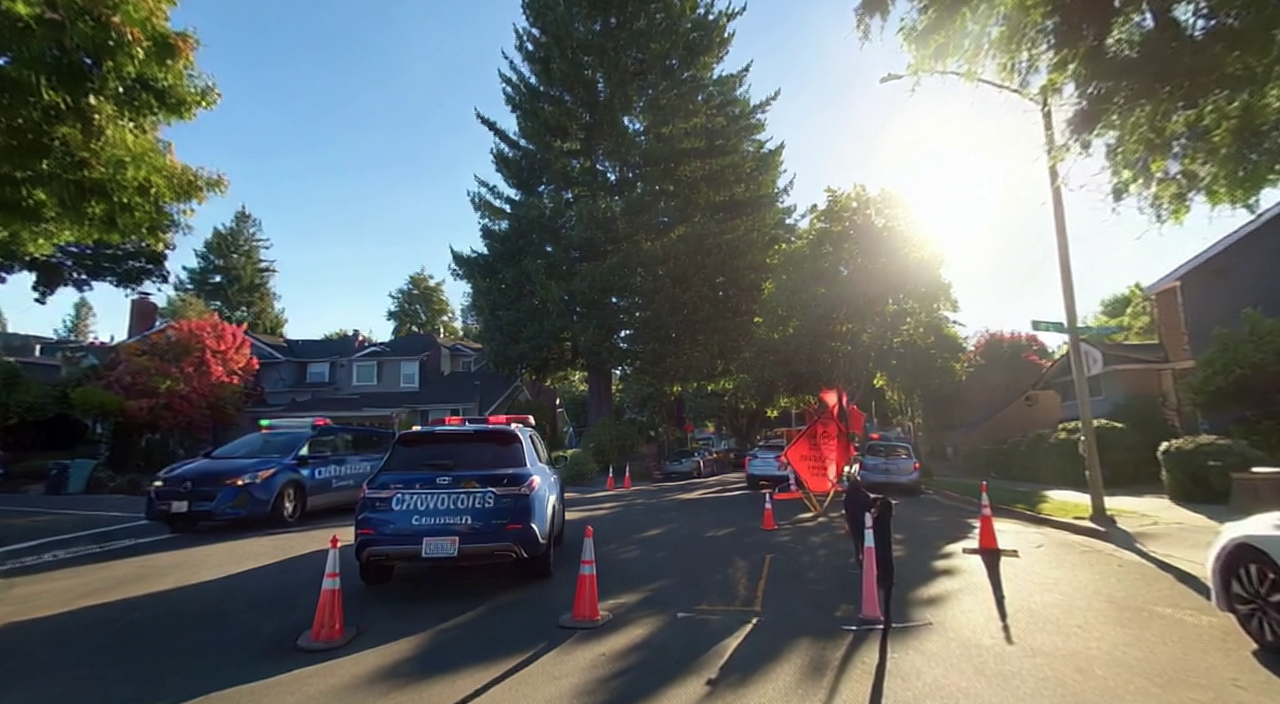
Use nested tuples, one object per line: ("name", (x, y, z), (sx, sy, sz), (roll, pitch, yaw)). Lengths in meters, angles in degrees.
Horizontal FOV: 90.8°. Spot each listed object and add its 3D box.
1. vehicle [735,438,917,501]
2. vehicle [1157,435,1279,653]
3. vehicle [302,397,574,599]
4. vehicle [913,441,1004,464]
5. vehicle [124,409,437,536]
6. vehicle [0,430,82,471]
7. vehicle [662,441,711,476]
("vehicle", (5.346, 3.317, 18.320), (4.656, 1.577, 2.099), (2, -8, -19))
("vehicle", (5.071, 1.136, 3.083), (1.808, 1.490, 4.711), (-2, -9, 11))
("vehicle", (-2.288, 1.611, 7.854), (2.350, 1.748, 4.094), (2, -9, -14))
("vehicle", (21.552, 6.833, 42.930), (5.066, 1.534, 1.905), (-1, -9, 8))
("vehicle", (-6.423, 2.215, 12.256), (2.471, 1.892, 4.952), (-2, -9, 13))
("vehicle", (-30.377, 4.804, 30.945), (1.908, 1.898, 4.120), (-2, -9, 11))
("vehicle", (2.534, 5.605, 33.530), (2.014, 1.742, 4.297), (-2, -9, 12))
